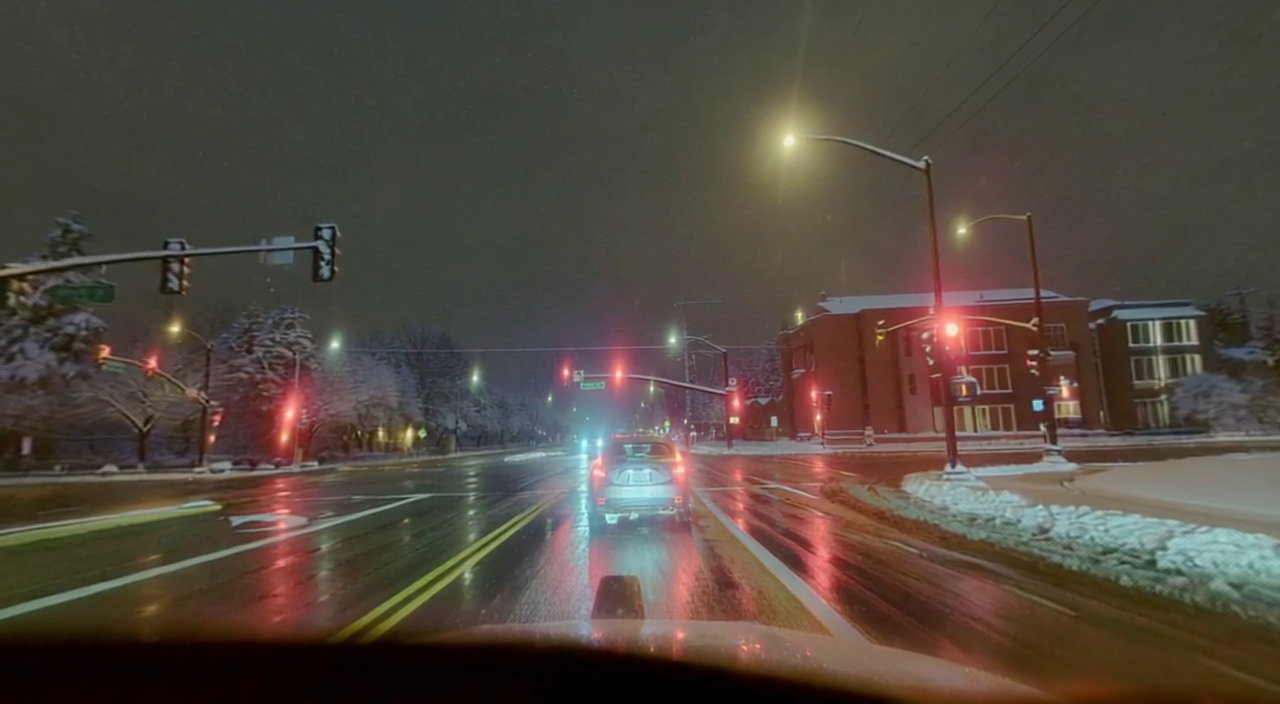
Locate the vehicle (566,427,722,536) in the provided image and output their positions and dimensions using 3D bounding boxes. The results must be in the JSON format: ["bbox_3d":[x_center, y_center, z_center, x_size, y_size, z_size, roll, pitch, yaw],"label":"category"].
[{"bbox_3d":[0.010,2.056,10.606,2.107,1.470,3.974,0,-9,-1],"label":"vehicle"}]
